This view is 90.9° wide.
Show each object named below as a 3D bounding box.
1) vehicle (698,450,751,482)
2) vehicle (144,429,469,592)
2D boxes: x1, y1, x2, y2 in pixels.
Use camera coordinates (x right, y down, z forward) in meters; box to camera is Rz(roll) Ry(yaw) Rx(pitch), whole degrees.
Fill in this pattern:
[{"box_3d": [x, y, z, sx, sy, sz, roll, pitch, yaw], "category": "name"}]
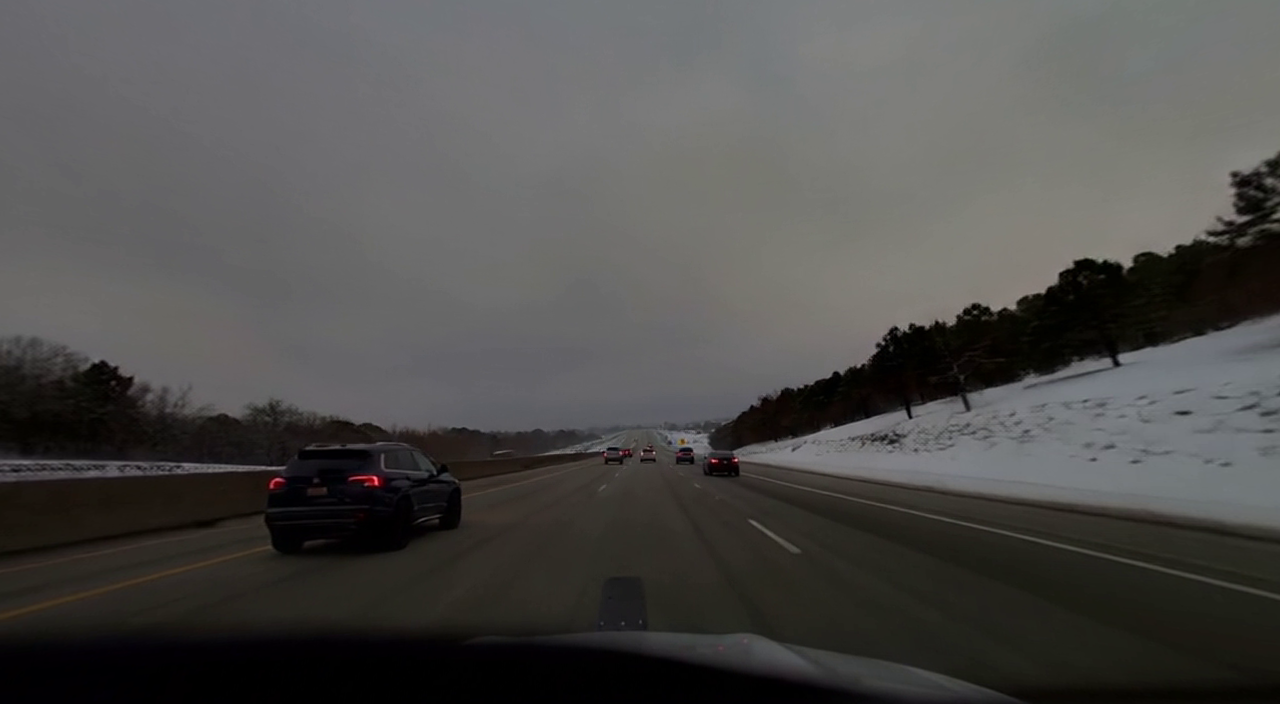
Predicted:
[{"box_3d": [3.933, 5.357, 29.942, 1.976, 1.352, 3.602, 0, -8, -1], "category": "vehicle"}, {"box_3d": [-3.714, 1.795, 8.014, 1.910, 1.521, 3.930, 0, -8, 1], "category": "vehicle"}]
